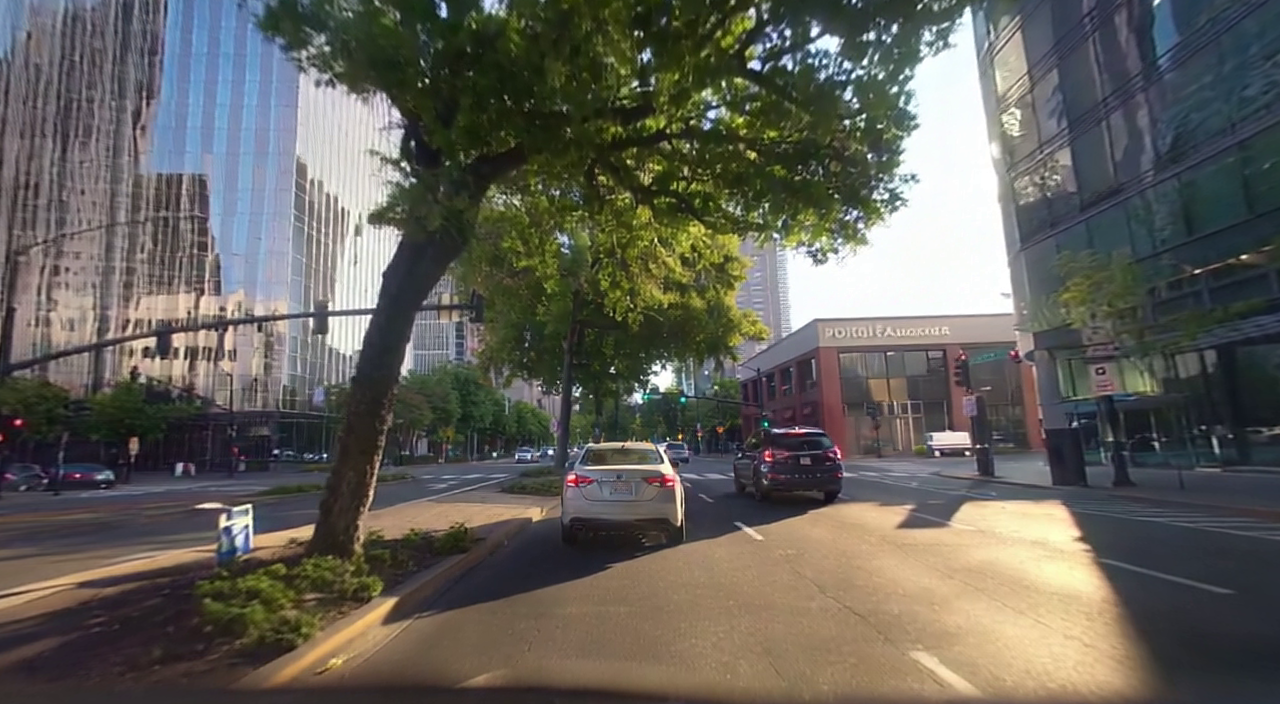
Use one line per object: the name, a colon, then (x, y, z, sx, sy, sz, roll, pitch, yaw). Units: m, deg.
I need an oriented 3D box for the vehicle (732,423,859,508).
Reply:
vehicle: (3.661, 2.712, 15.723, 2.078, 1.799, 4.089, 0, -7, -1)

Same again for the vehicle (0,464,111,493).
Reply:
vehicle: (-34.814, 7.498, 37.617, 4.470, 1.556, 2.231, 1, -8, -3)

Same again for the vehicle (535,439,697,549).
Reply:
vehicle: (-0.351, 2.154, 10.379, 2.144, 1.398, 3.963, 1, -7, -1)
